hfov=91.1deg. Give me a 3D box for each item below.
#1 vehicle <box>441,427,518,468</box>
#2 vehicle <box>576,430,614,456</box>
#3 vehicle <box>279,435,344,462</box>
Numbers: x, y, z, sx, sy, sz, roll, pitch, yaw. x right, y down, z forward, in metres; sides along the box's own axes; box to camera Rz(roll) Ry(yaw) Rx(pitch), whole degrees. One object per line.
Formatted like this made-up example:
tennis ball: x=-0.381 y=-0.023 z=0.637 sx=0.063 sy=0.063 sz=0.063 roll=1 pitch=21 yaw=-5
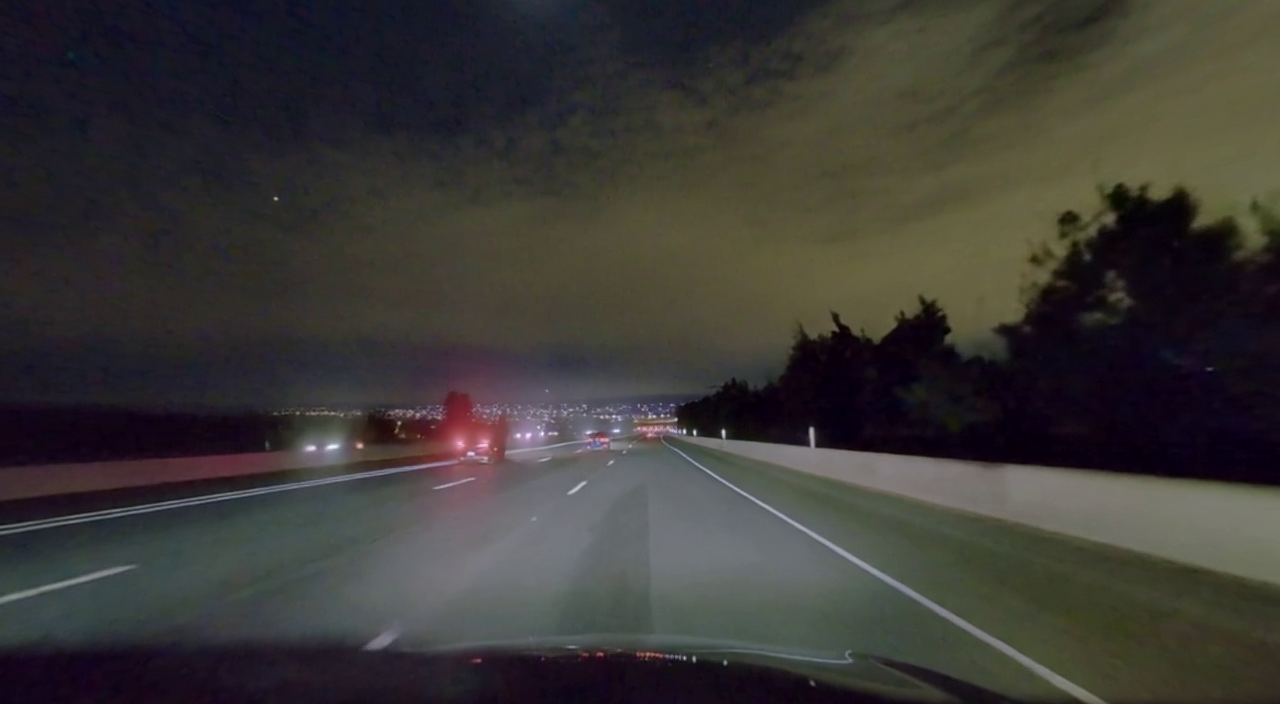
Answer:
vehicle: x=-6.882 y=4.127 z=27.499 sx=2.113 sy=1.632 sz=4.409 roll=0 pitch=-8 yaw=1
vehicle: x=-2.888 y=5.977 z=41.356 sx=2.064 sy=1.571 sz=4.225 roll=0 pitch=-8 yaw=1
vehicle: x=-23.774 y=6.969 z=45.725 sx=2.071 sy=1.800 sz=4.743 roll=0 pitch=-8 yaw=1
